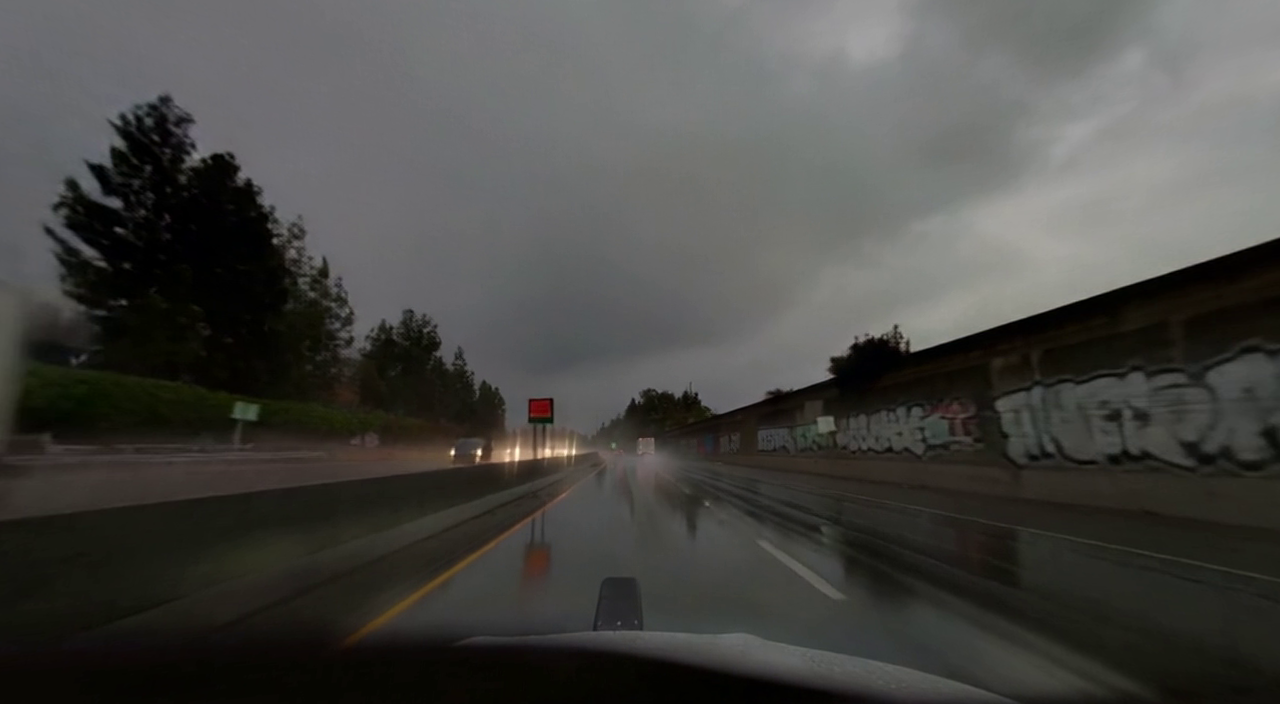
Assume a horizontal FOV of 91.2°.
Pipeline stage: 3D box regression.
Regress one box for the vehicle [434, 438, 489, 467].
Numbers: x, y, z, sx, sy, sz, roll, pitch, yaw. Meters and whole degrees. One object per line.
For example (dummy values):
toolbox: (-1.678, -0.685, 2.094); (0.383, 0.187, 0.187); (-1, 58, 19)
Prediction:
vehicle: (-9.873, 5.609, 34.997); (1.916, 1.507, 4.373); (0, -9, -1)
